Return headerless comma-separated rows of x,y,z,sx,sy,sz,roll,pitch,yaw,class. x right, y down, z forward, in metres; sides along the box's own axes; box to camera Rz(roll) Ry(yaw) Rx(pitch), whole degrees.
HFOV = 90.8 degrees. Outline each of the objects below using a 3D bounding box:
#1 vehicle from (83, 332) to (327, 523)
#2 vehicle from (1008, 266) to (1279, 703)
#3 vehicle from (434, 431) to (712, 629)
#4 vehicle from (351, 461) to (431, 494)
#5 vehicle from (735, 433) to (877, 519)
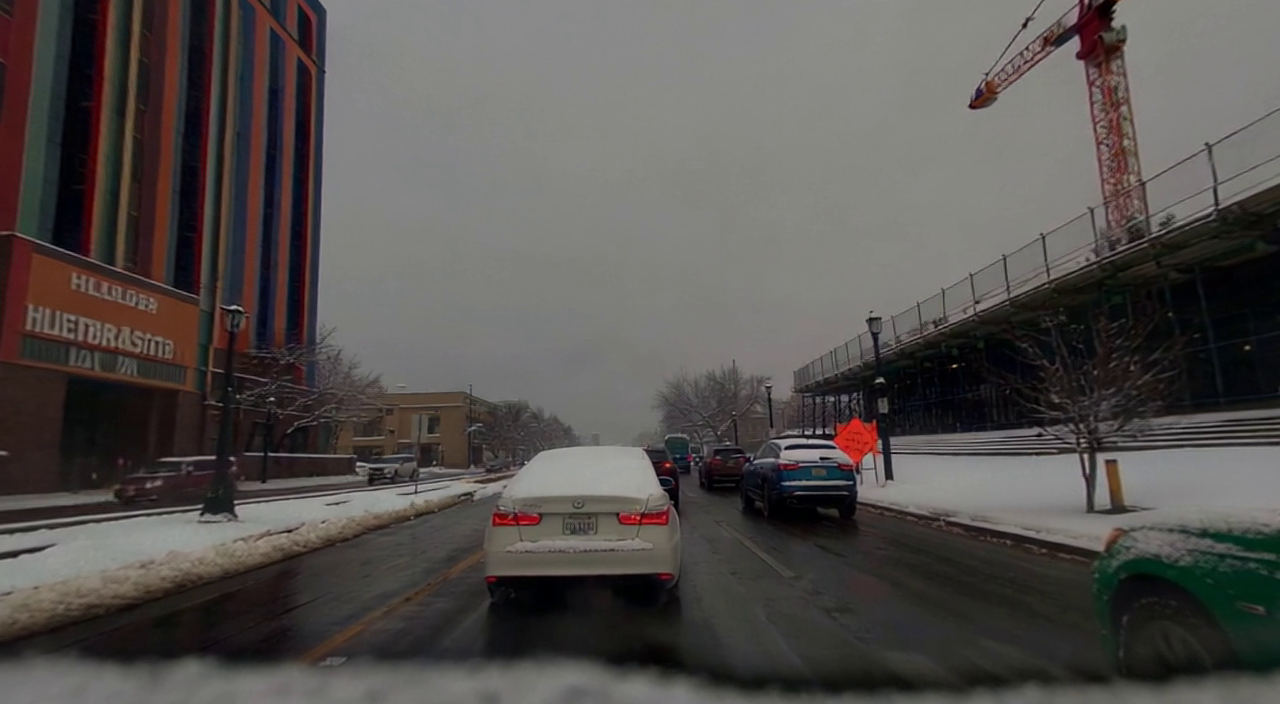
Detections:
-9.104,1.657,13.725,2.592,3.548,3.414,-2,-9,4,vehicle
3.363,0.520,1.213,2.182,1.954,5.341,0,-8,2,vehicle
-0.467,1.682,7.013,2.131,1.496,4.193,0,-8,1,vehicle
-12.780,6.455,32.805,1.986,1.476,4.753,-1,-8,3,vehicle
3.890,3.002,15.887,2.185,1.797,4.934,0,-8,-1,vehicle
